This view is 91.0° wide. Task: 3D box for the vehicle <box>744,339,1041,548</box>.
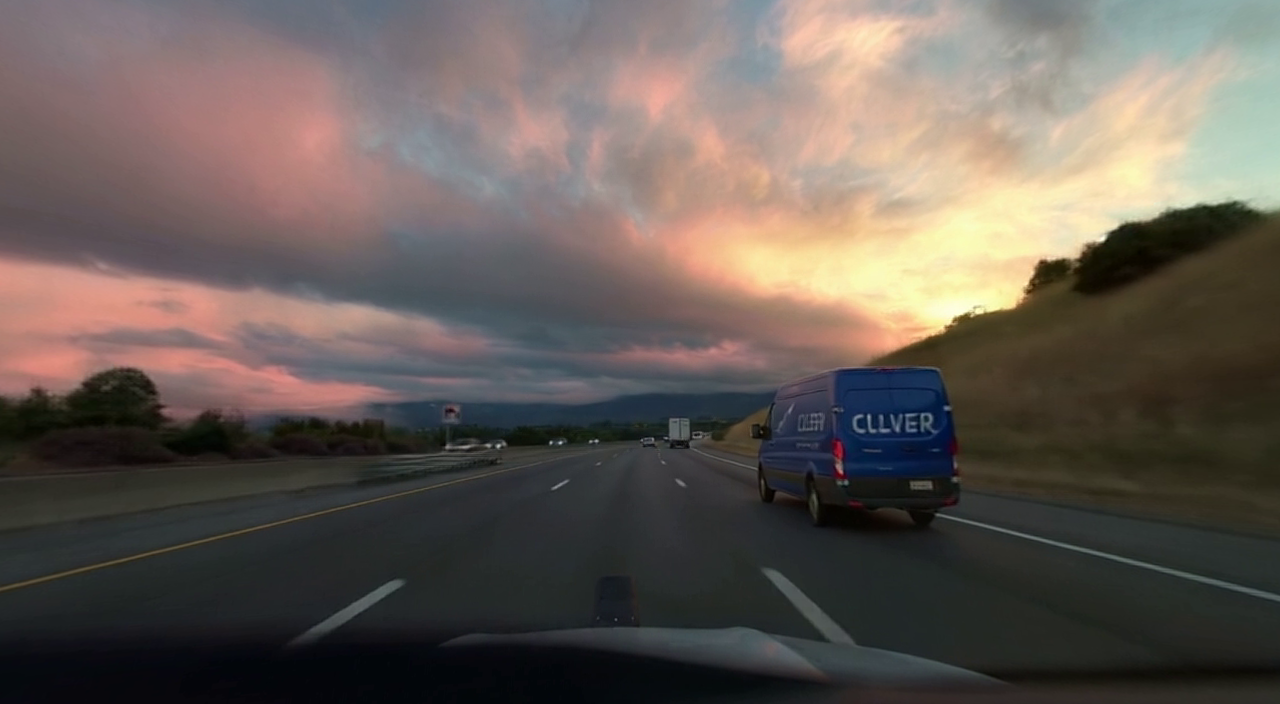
[{"bbox_3d":[3.571,1.499,10.589,2.485,2.562,5.535,0,-8,-2],"label":"vehicle"}]
